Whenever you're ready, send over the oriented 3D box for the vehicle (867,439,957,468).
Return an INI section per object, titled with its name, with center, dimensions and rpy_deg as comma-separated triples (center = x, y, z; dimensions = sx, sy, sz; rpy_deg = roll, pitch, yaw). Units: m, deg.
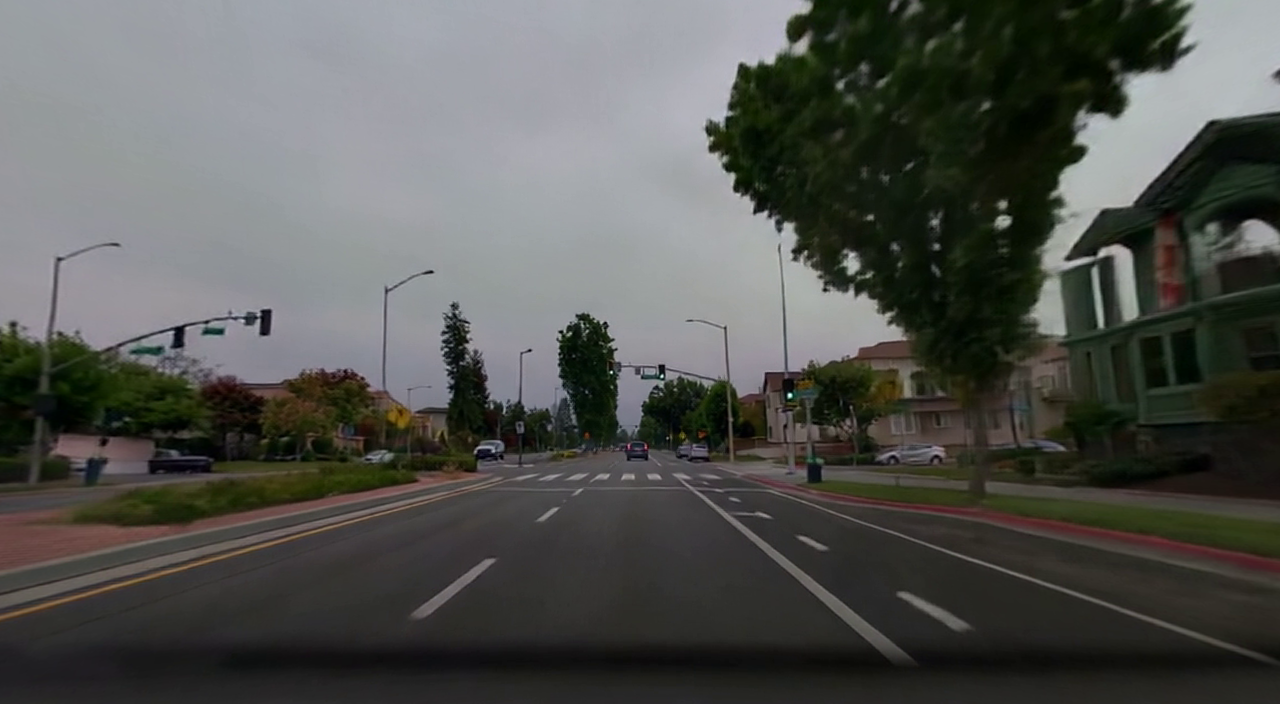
[vehicle]
center = 16.822, 6.301, 39.208
dimensions = 4.561, 1.723, 2.030
rpy_deg = 1, -9, -5
